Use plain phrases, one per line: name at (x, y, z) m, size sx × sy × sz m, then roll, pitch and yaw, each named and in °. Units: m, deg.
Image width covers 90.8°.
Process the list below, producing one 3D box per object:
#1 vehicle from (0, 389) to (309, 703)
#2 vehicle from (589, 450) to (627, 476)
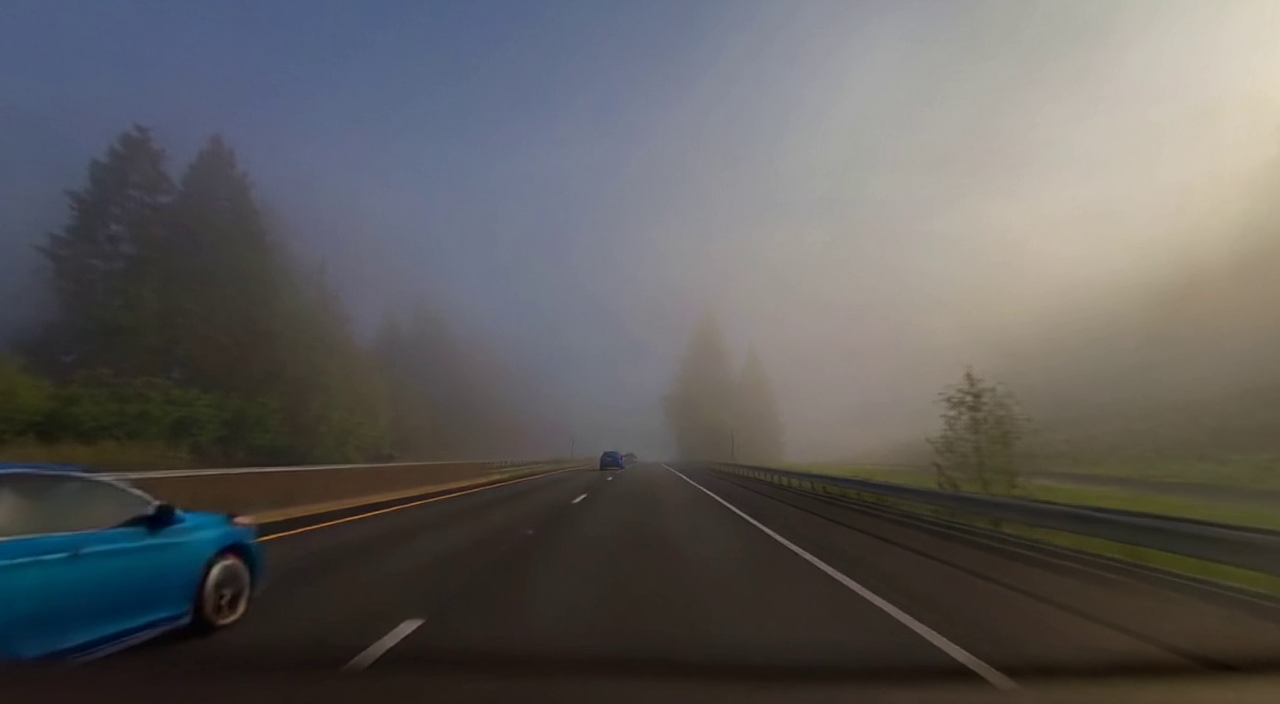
vehicle at (-3.549, 0.970, 2.646) m, size 2.088 × 1.586 × 4.000 m, roll 0°, pitch -9°, yaw 0°
vehicle at (-1.877, 6.707, 38.350) m, size 1.917 × 1.450 × 3.997 m, roll 0°, pitch -9°, yaw 2°
